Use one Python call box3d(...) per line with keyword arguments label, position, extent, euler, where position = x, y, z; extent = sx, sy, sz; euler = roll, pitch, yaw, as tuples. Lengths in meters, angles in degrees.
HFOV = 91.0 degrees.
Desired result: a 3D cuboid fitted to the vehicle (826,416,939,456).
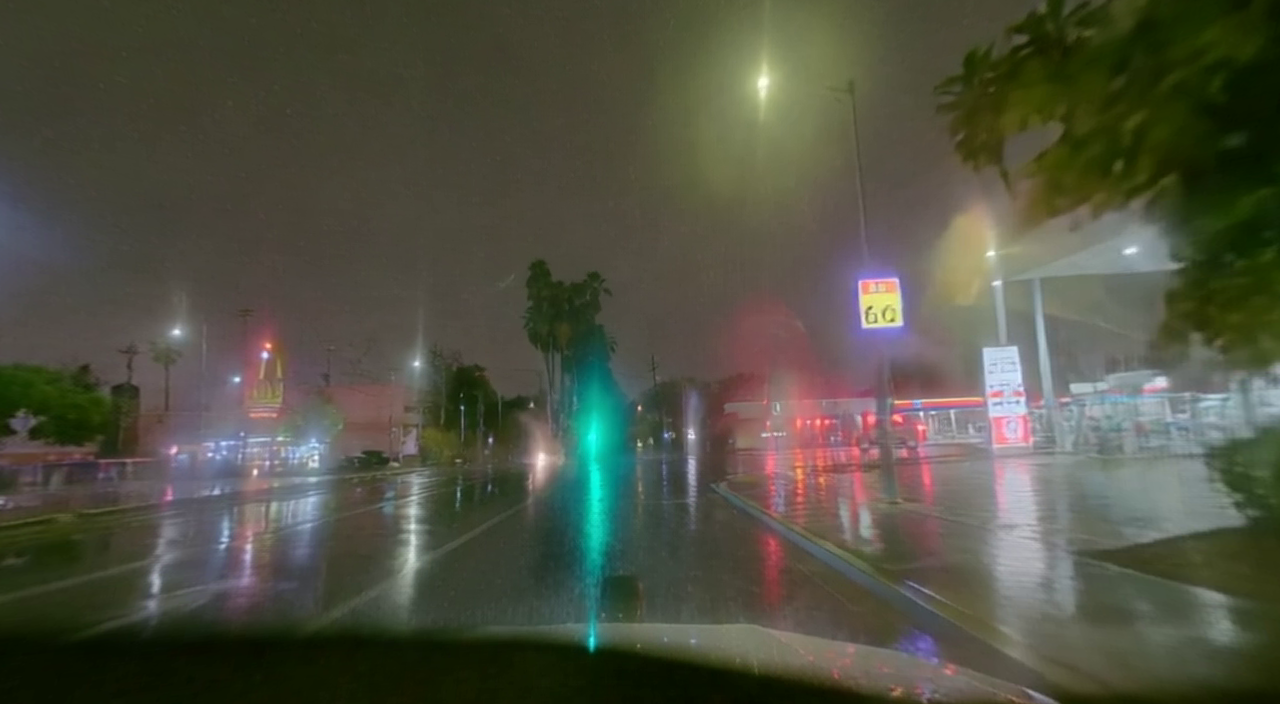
box3d(label="vehicle", position=(11.851, 4.156, 30.996), extent=(4.640, 1.800, 2.026), euler=(-1, -8, -1))
